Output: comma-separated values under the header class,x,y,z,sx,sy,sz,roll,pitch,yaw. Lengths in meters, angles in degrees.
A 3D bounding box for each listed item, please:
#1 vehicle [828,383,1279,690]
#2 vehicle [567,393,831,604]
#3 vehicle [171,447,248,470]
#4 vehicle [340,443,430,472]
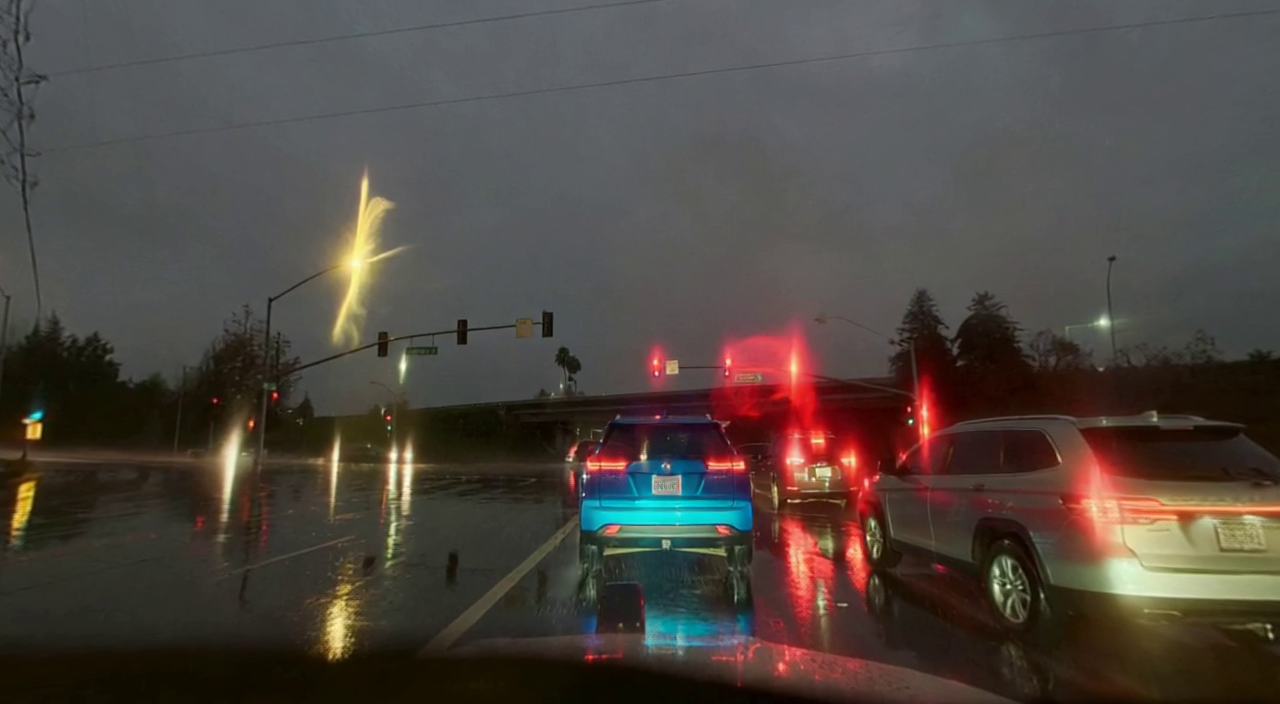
class,x,y,z,sx,sy,sz,roll,pitch,yaw
vehicle,3.415,1.336,5.789,1.990,1.649,4.625,0,-8,1
vehicle,0.445,1.562,7.615,2.240,1.778,4.335,0,-8,-2
vehicle,-29.626,7.311,43.462,4.411,1.466,1.998,-3,-9,19
vehicle,-15.727,6.491,39.092,4.673,1.740,2.174,-2,-9,13
